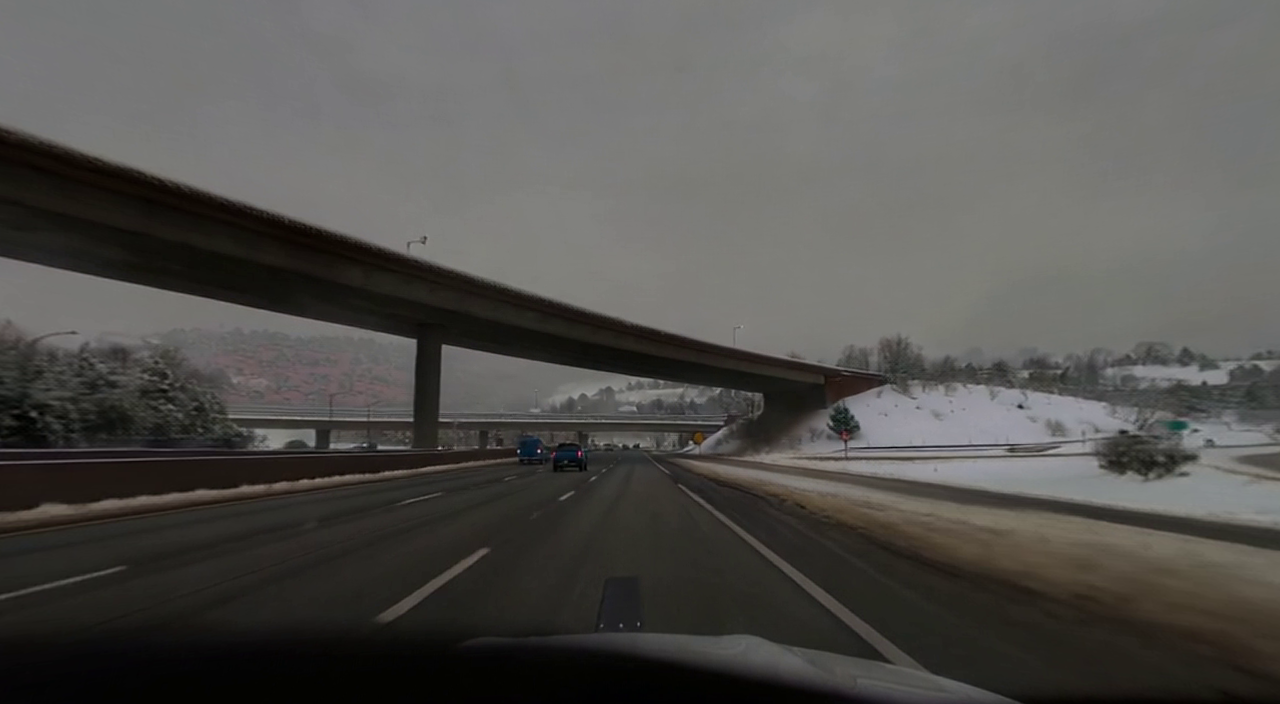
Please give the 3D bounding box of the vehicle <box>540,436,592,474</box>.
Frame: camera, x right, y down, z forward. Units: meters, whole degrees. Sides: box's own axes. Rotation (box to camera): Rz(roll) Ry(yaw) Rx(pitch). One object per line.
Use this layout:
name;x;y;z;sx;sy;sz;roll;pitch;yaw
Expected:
vehicle;-3.868;5.490;33.679;2.144;1.847;4.850;0;-9;1

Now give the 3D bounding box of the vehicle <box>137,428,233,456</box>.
vehicle;-30.263;6.082;42.144;2.108;1.733;5.604;-1;-9;2

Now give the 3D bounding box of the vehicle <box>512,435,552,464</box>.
vehicle;-7.909;7.167;46.355;2.132;1.984;4.639;0;-9;0
